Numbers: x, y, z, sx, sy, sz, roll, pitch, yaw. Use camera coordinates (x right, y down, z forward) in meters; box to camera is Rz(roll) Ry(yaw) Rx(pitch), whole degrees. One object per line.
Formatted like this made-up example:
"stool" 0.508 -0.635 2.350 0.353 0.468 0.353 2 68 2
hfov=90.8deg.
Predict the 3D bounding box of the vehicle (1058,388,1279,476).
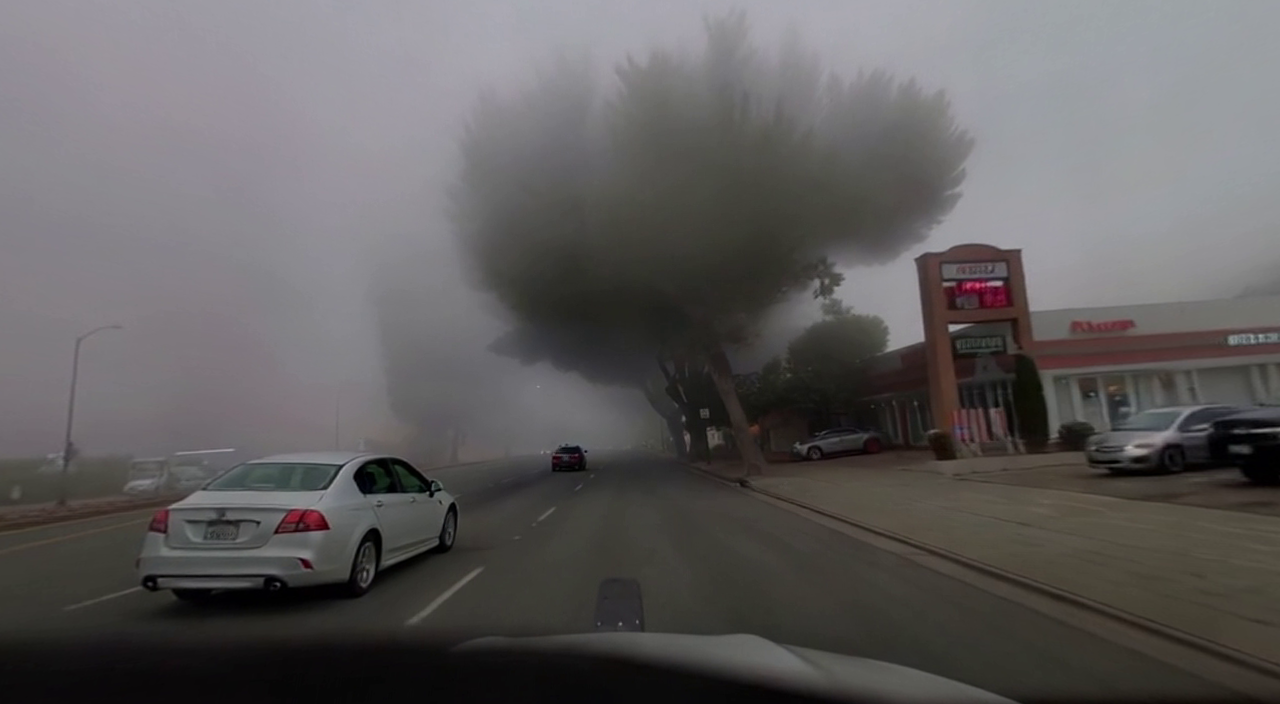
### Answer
"vehicle" 12.772 1.768 13.907 5.551 1.753 2.162 0 -9 -1

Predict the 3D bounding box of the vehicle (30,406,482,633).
"vehicle" -3.408 1.586 7.008 2.126 1.655 4.560 0 -9 0

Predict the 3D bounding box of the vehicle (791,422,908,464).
"vehicle" 10.498 4.617 31.941 5.130 1.902 2.056 -1 -9 -2

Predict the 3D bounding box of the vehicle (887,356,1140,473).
"vehicle" 12.112 2.107 21.011 6.427 3.417 2.845 -2 -8 -2

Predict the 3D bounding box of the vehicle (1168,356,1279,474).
"vehicle" 12.615 1.140 11.039 4.780 1.870 2.140 0 -9 -1

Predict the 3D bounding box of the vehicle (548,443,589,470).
"vehicle" -4.077 6.042 36.679 1.955 1.461 4.396 0 -9 -2
